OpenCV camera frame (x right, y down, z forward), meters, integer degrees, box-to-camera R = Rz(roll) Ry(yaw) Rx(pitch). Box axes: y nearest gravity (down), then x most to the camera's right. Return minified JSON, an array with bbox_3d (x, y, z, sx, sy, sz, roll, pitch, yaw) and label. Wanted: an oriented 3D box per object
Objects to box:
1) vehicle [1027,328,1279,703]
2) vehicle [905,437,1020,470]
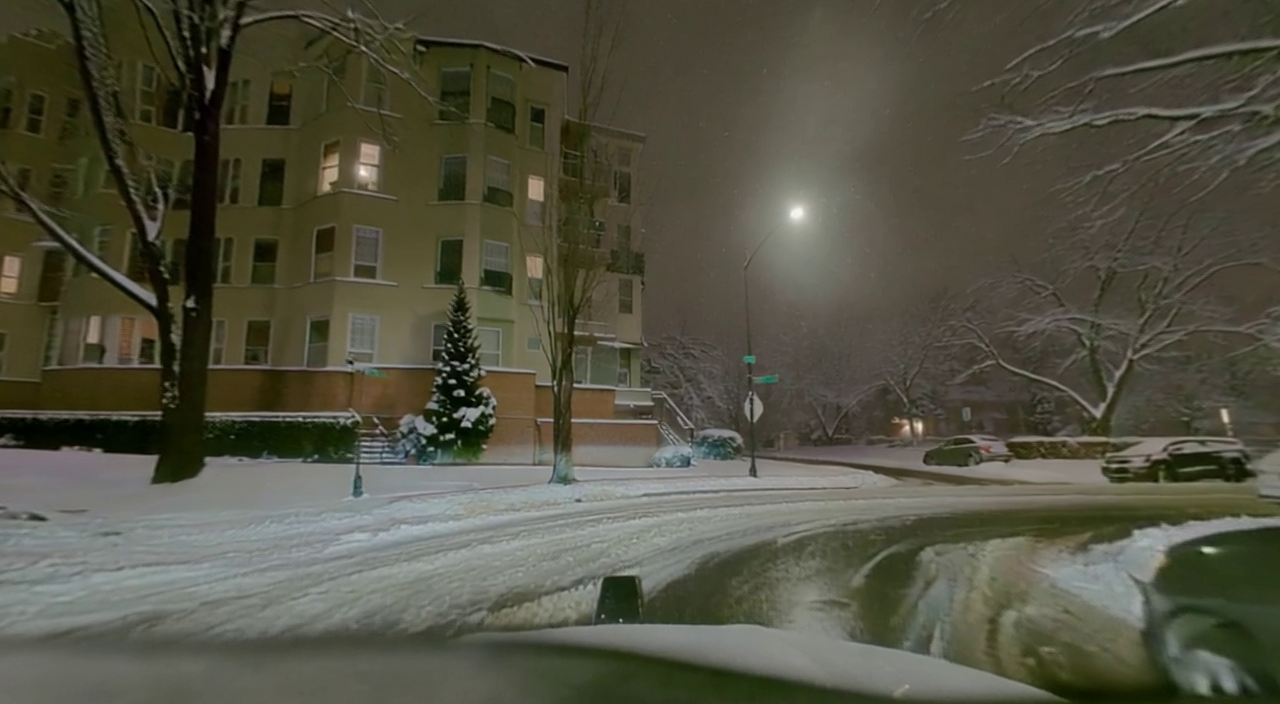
[{"bbox_3d":[3.006,0.647,0.942,2.020,1.734,4.402,0,-9,0],"label":"vehicle"},{"bbox_3d":[15.170,4.776,29.775,4.714,1.458,1.812,2,-9,-15],"label":"vehicle"}]
